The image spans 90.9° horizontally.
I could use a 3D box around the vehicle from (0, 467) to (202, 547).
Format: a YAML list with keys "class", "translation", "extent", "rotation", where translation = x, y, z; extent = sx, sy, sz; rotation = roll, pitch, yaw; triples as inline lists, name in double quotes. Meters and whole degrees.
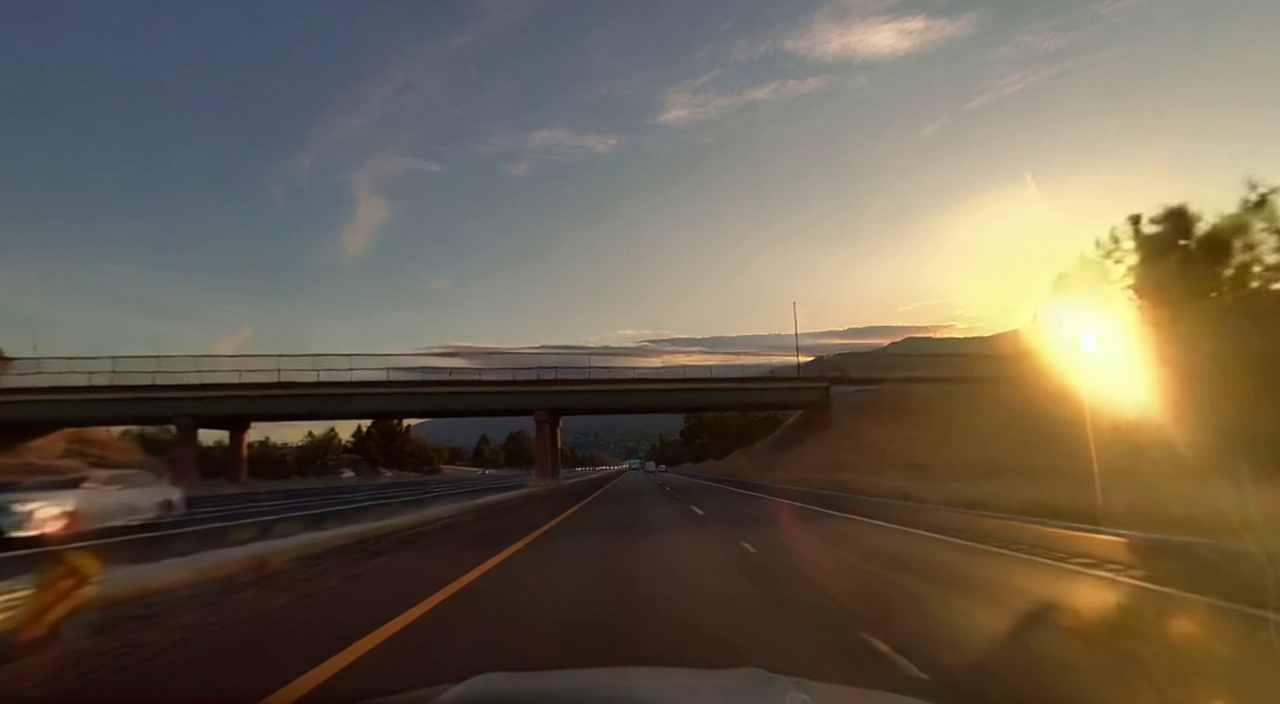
- class: "vehicle"
  translation: [-12.897, 3.518, 14.887]
  extent: [2.000, 1.564, 4.257]
  rotation: [1, -10, 0]
